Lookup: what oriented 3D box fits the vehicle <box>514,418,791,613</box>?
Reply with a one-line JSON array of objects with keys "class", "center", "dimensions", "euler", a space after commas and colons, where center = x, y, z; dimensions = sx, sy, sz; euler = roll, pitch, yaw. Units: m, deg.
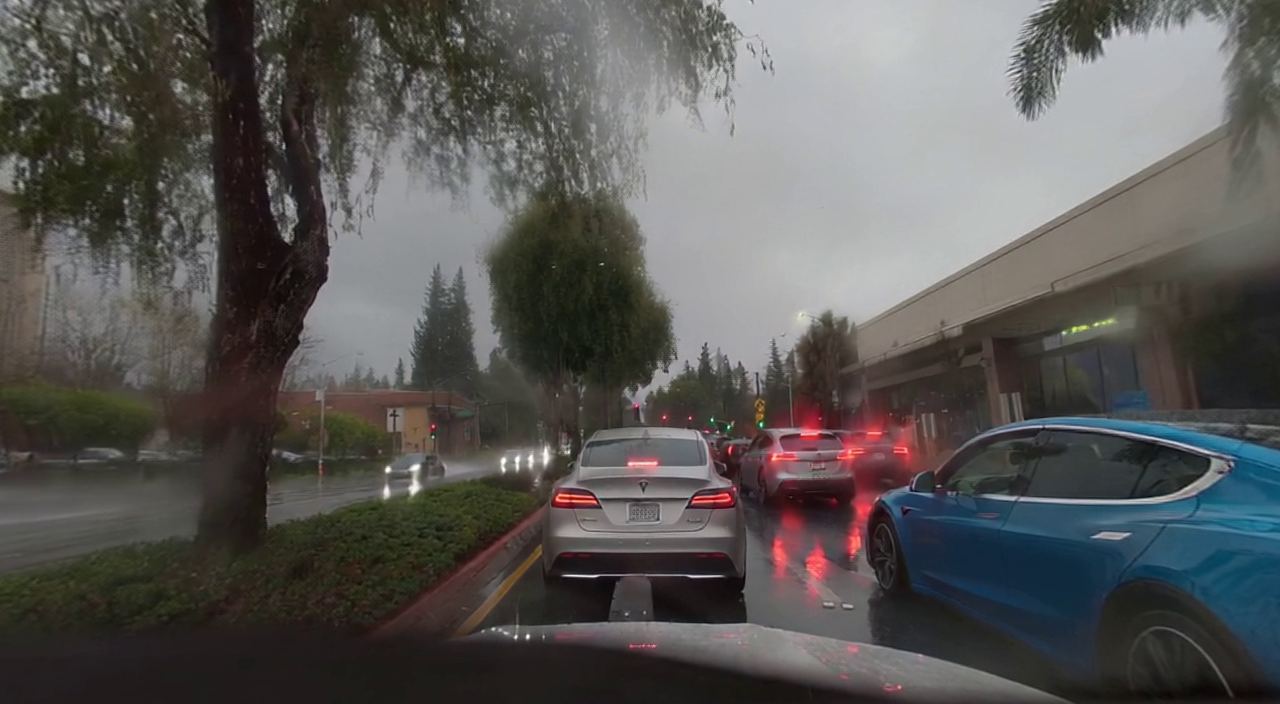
[{"class": "vehicle", "center": [0.105, 1.558, 6.916], "dimensions": [2.137, 1.488, 3.938], "euler": [0, -8, 0]}]

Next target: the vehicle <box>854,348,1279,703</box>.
[{"class": "vehicle", "center": [3.183, 1.098, 4.046], "dimensions": [2.038, 1.651, 4.455], "euler": [0, -8, 0]}]

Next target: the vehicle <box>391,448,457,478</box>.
[{"class": "vehicle", "center": [-11.588, 5.988, 34.191], "dimensions": [1.892, 1.479, 4.355], "euler": [-1, -8, 2]}]
